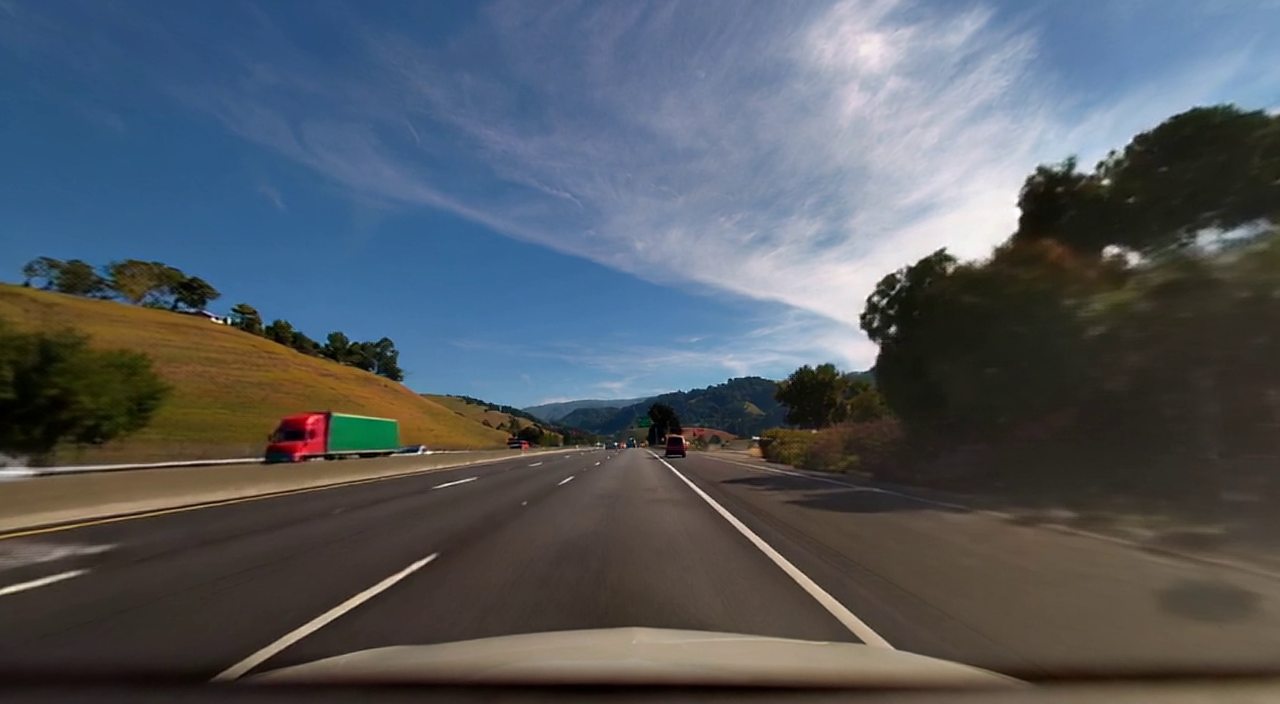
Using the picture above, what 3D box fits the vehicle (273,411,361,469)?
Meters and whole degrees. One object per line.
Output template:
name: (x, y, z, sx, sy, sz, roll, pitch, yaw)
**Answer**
vehicle: (-24.162, 6.610, 47.459, 3.426, 4.013, 5.999, 0, -8, -1)
